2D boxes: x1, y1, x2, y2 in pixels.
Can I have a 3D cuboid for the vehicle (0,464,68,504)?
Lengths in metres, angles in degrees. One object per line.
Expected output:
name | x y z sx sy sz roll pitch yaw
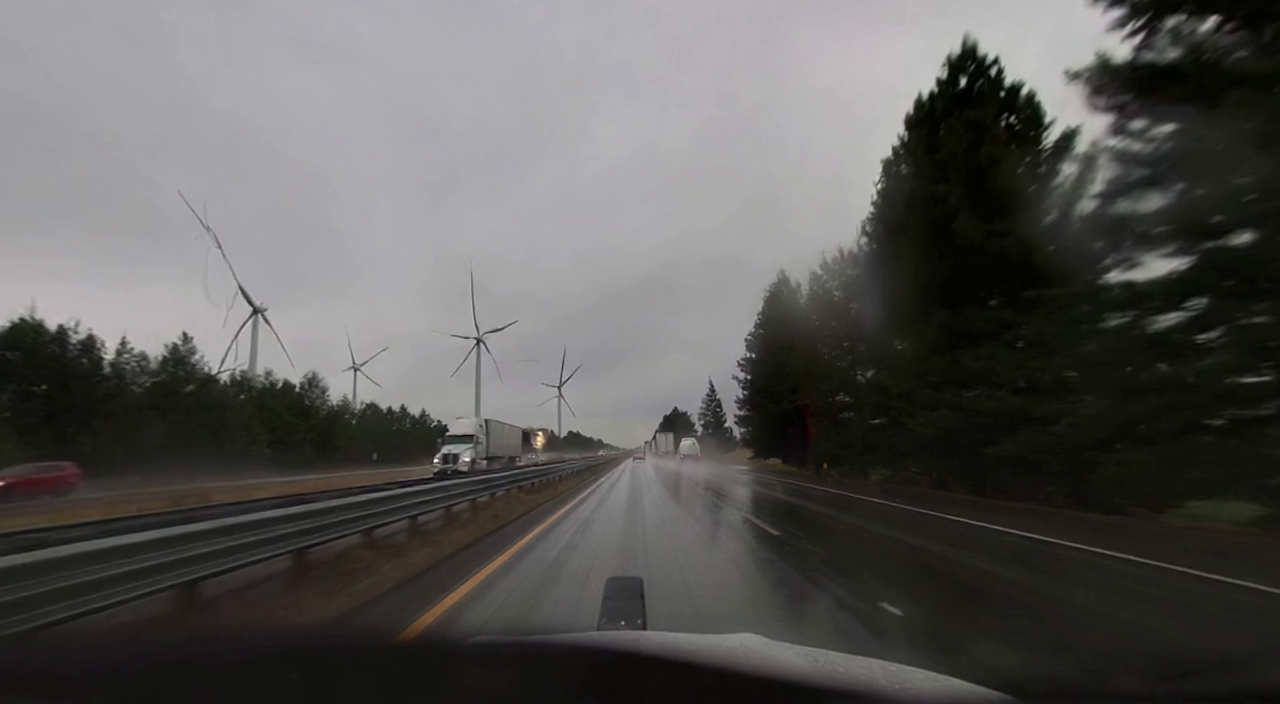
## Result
vehicle | -27.850 5.752 27.510 1.786 1.593 4.175 0 -9 -1

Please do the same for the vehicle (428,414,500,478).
vehicle | -12.203 6.647 44.413 2.947 4.100 6.956 0 -9 0

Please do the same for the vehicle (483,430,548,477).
vehicle | -8.070 6.751 41.915 2.700 2.772 7.443 0 -9 1
